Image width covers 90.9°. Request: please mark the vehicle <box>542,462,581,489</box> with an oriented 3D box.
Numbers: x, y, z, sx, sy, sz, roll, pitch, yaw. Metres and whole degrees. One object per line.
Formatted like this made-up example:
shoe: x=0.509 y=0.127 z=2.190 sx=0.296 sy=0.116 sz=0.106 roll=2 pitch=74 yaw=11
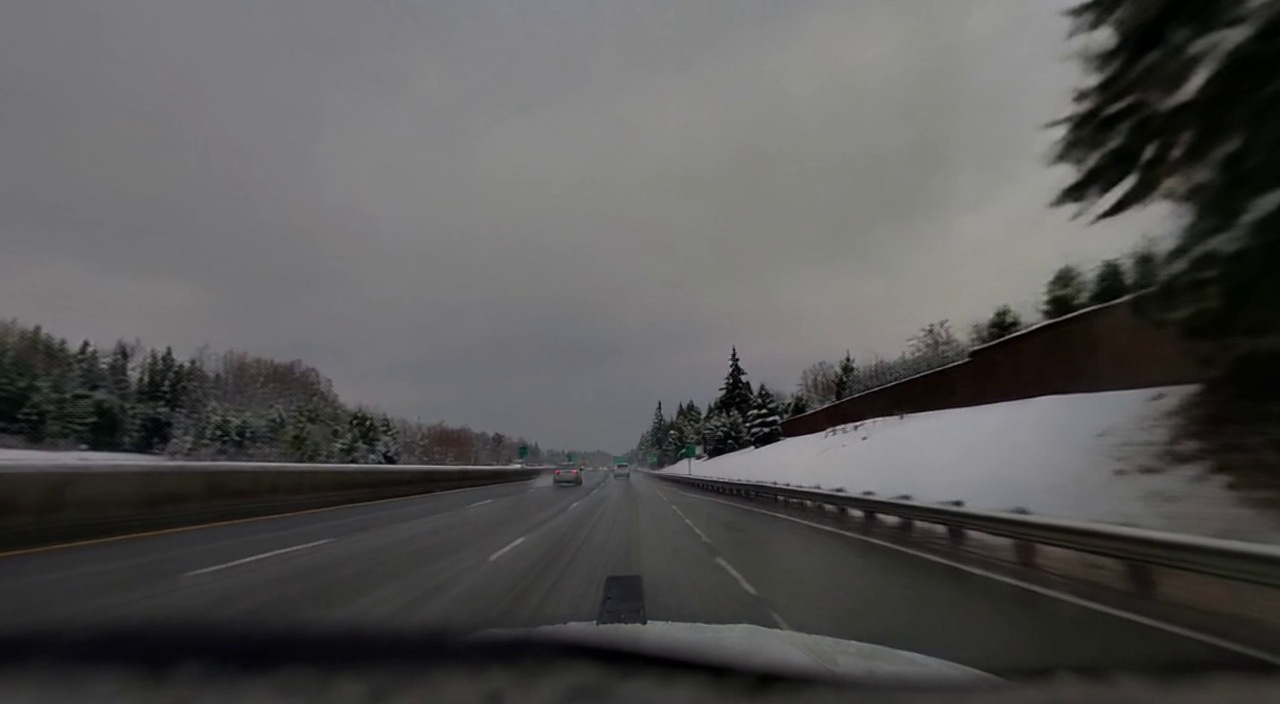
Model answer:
vehicle: x=-5.022 y=7.957 z=40.847 sx=2.039 sy=1.605 sz=4.365 roll=1 pitch=-11 yaw=-1
